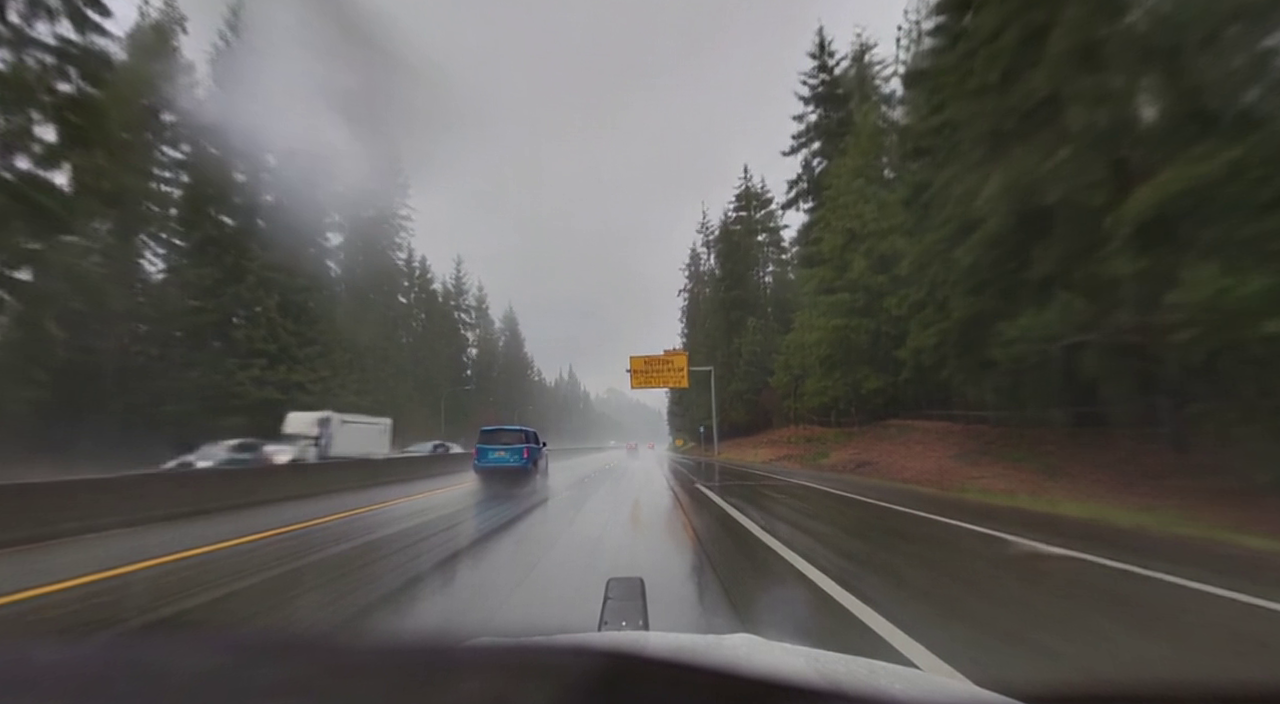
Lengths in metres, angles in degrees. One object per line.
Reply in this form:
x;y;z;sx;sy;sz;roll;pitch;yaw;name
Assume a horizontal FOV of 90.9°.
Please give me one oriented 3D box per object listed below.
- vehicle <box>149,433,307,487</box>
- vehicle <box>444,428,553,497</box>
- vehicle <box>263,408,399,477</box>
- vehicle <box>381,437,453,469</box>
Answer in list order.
-16.876;4.433;26.432;2.365;1.955;6.279;0;-8;0;vehicle
-3.912;3.139;18.319;2.084;1.752;4.479;0;-8;1;vehicle
-16.813;5.071;35.322;2.774;3.321;8.975;0;-8;2;vehicle
-13.177;5.994;37.743;2.206;1.752;5.690;0;-8;1;vehicle
